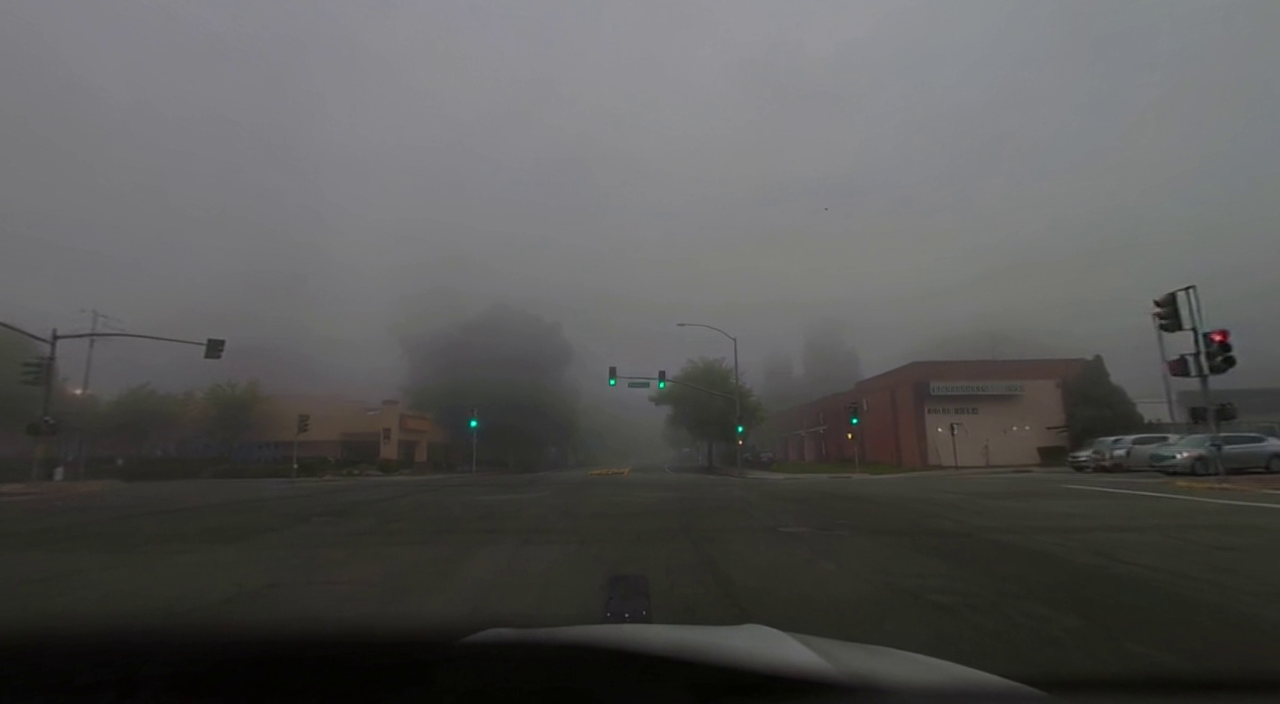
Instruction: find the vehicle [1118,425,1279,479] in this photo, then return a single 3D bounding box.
[{"bbox_3d":[18.165,3.163,20.035,4.288,1.600,1.927,0,-8,1],"label":"vehicle"}]
